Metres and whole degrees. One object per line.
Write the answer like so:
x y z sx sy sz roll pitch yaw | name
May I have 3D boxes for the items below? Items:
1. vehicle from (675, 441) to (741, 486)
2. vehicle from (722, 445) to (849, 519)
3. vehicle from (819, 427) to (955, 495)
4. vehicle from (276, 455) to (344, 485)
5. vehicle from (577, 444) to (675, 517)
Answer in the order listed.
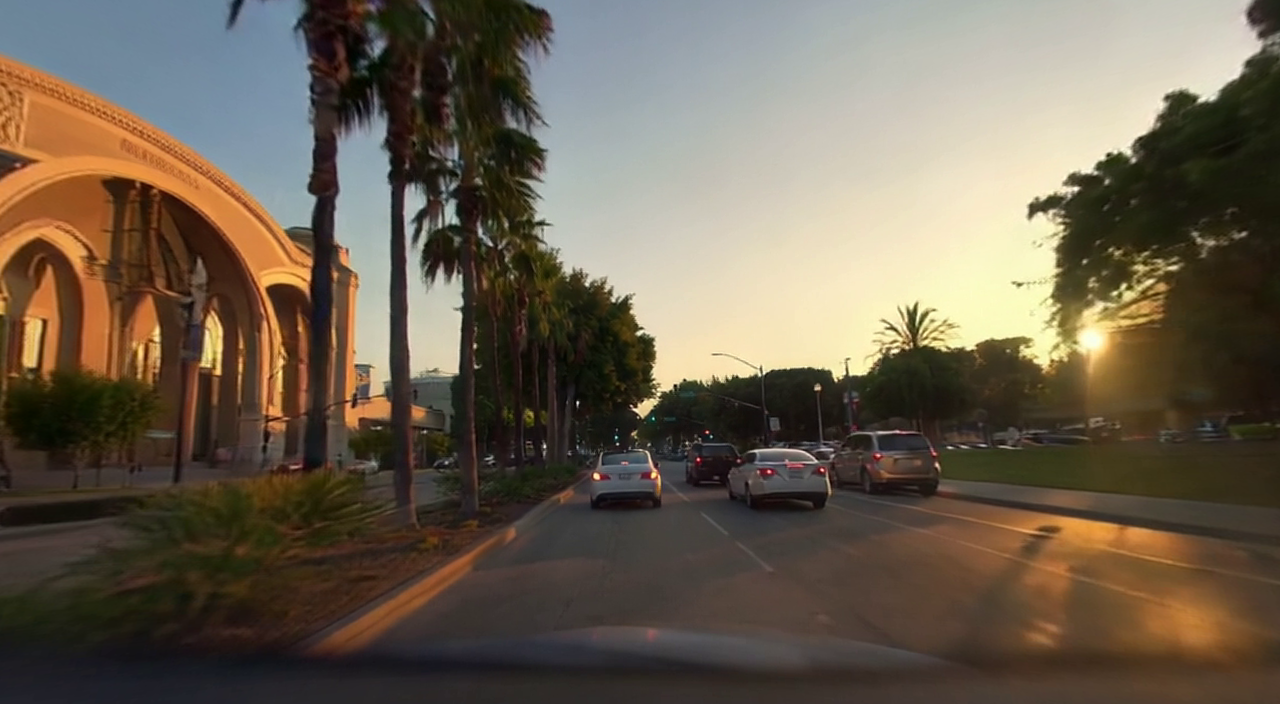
3.094 5.295 30.704 2.127 1.854 7.971 0 -8 -1 | vehicle
3.201 2.926 14.829 1.833 1.465 4.258 0 -8 -2 | vehicle
7.916 3.525 20.966 2.200 1.933 5.123 0 -8 -3 | vehicle
-21.566 7.696 41.484 1.955 1.770 4.700 0 -8 -1 | vehicle
-0.322 2.995 15.238 2.050 1.521 3.747 0 -8 -1 | vehicle
